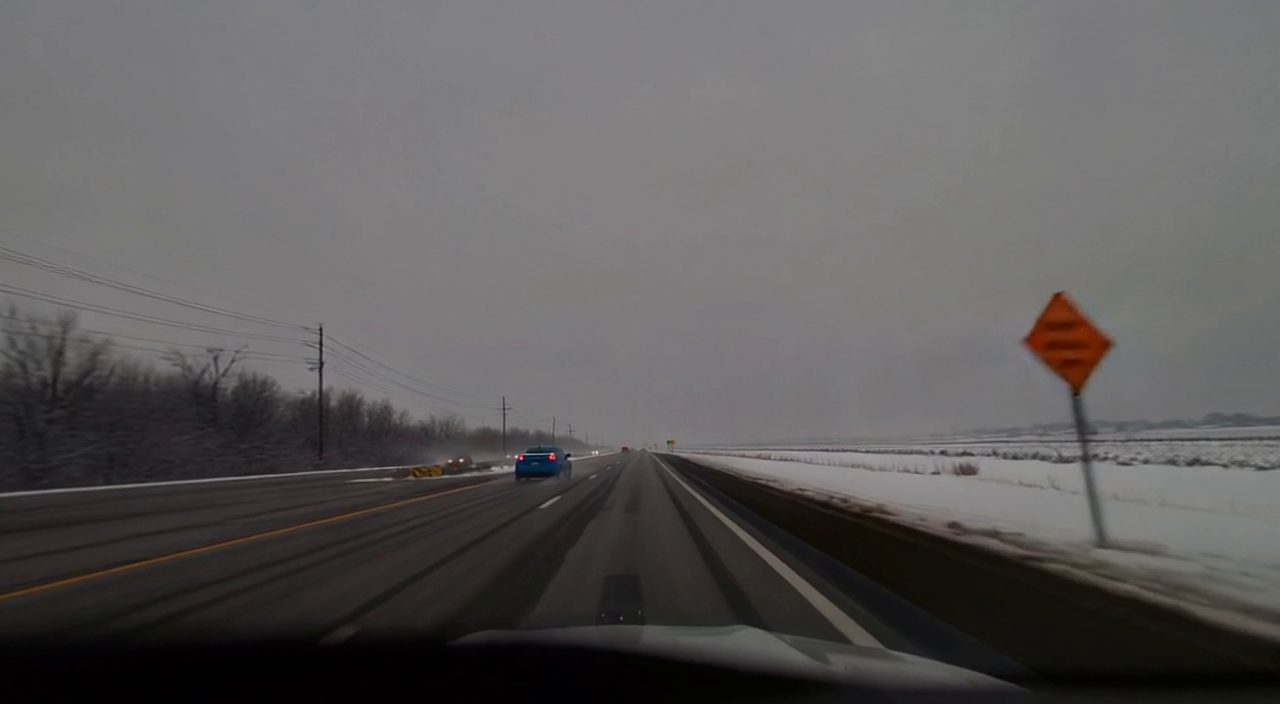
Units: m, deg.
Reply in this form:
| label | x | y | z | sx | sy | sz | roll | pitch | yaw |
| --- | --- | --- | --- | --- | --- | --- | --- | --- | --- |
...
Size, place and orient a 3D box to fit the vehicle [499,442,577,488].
| label | x | y | z | sx | sy | sz | roll | pitch | yaw |
| --- | --- | --- | --- | --- | --- | --- | --- | --- | --- |
| vehicle | -3.694 | 4.206 | 23.700 | 2.106 | 1.543 | 4.465 | 0 | -9 | 1 |
